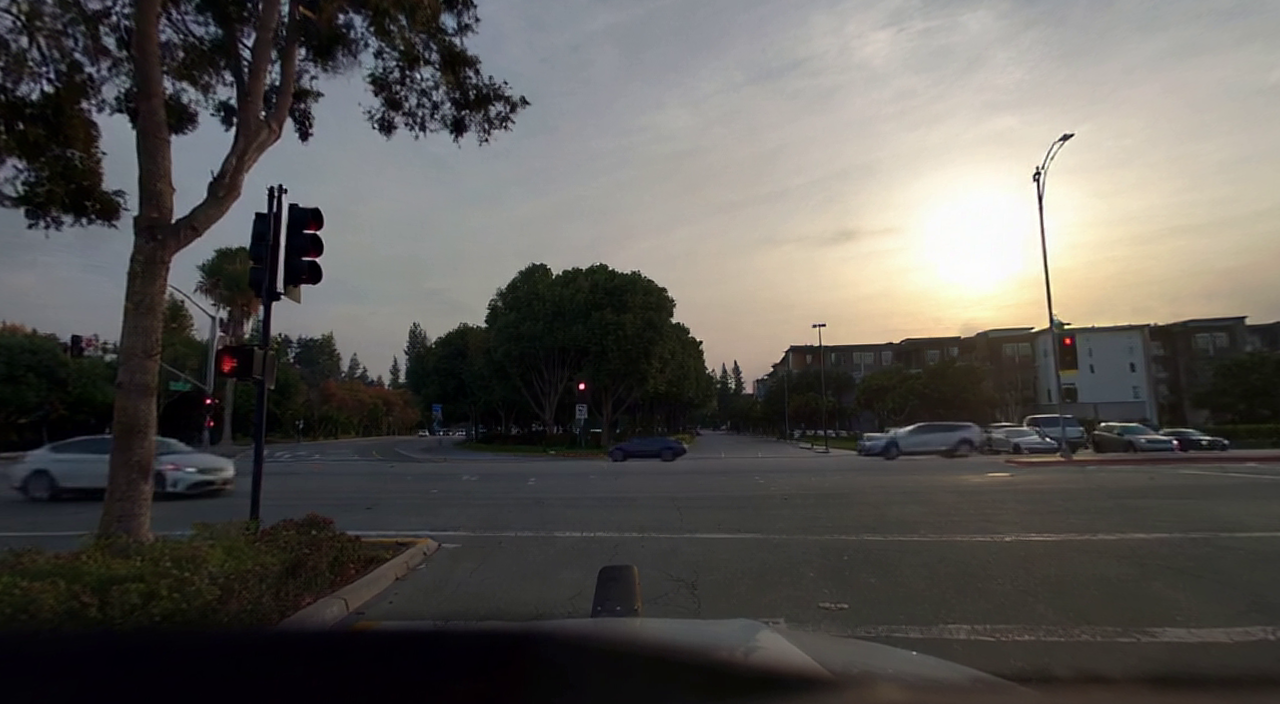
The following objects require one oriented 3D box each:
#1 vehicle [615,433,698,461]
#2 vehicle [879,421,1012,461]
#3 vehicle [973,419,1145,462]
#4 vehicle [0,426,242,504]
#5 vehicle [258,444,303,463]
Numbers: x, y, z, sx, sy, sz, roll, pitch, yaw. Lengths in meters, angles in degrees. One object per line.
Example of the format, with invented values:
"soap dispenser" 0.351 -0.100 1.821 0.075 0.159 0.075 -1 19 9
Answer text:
"vehicle" 0.980 5.454 36.178 4.488 1.536 1.849 -2 -9 11
"vehicle" 12.966 3.835 27.129 4.677 1.593 2.029 -2 -9 11
"vehicle" 15.023 3.215 22.949 4.749 1.461 1.892 -1 -9 9
"vehicle" -12.930 2.755 15.636 4.959 1.715 2.162 -2 -9 11
"vehicle" -28.129 7.923 49.582 2.235 1.417 4.272 3 -9 -19
